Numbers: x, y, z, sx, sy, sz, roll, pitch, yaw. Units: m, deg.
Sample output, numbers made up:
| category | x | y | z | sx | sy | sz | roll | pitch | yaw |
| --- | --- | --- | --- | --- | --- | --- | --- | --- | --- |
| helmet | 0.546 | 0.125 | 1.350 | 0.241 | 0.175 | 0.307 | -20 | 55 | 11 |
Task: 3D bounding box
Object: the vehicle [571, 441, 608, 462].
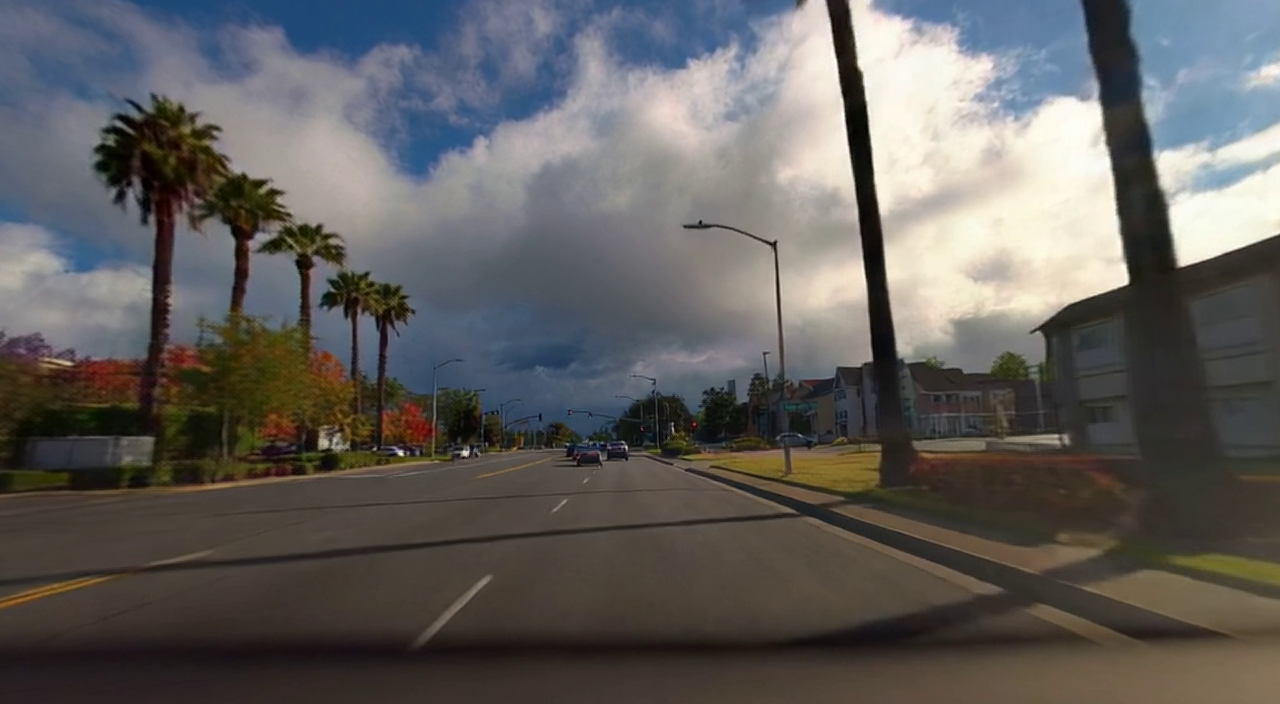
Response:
| category | x | y | z | sx | sy | sz | roll | pitch | yaw |
| --- | --- | --- | --- | --- | --- | --- | --- | --- | --- |
| vehicle | -3.820 | 7.633 | 48.641 | 2.060 | 1.526 | 3.859 | -1 | -8 | 7 |
